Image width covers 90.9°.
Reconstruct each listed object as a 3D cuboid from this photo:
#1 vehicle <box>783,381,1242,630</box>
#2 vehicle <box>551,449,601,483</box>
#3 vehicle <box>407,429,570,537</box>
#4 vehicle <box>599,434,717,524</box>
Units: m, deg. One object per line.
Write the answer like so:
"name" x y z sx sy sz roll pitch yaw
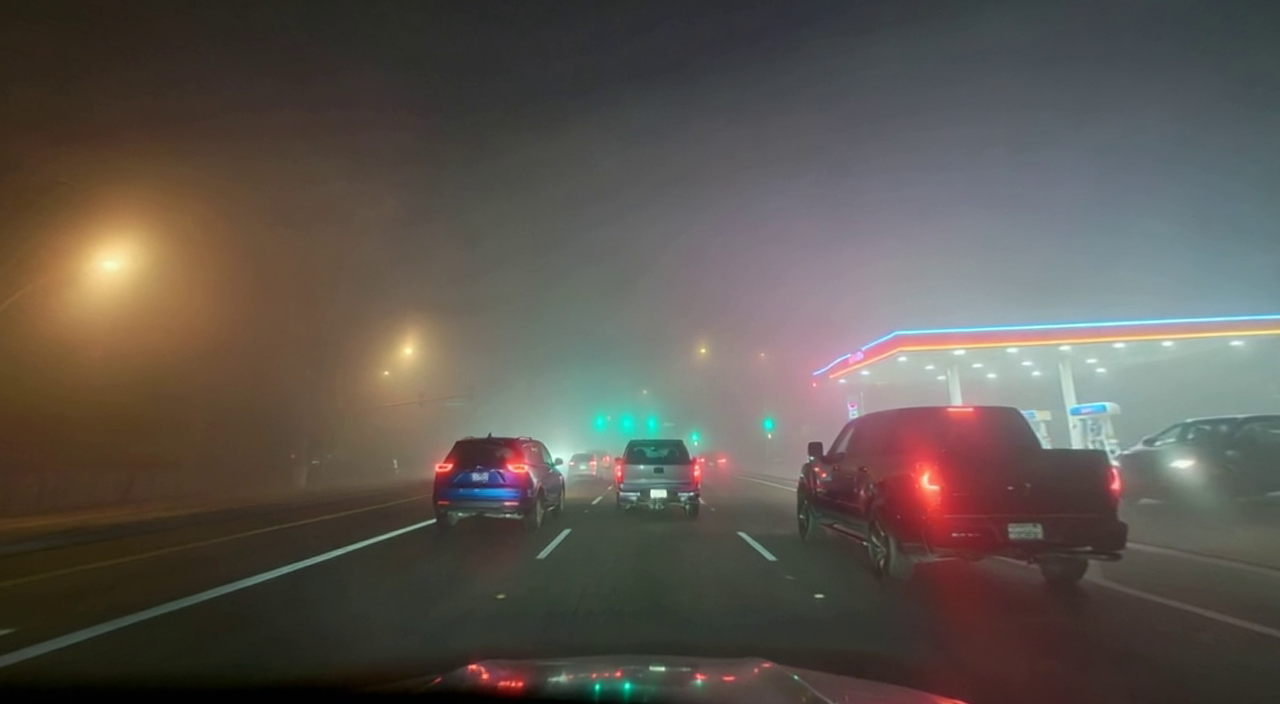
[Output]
"vehicle" 3.413 1.555 7.473 2.161 1.868 5.321 0 -9 0
"vehicle" -3.067 5.522 30.861 1.954 1.497 4.078 0 -9 1
"vehicle" -2.706 2.466 12.447 2.019 1.731 4.299 0 -9 2
"vehicle" 0.317 2.682 13.823 2.181 1.650 4.083 0 -9 0
